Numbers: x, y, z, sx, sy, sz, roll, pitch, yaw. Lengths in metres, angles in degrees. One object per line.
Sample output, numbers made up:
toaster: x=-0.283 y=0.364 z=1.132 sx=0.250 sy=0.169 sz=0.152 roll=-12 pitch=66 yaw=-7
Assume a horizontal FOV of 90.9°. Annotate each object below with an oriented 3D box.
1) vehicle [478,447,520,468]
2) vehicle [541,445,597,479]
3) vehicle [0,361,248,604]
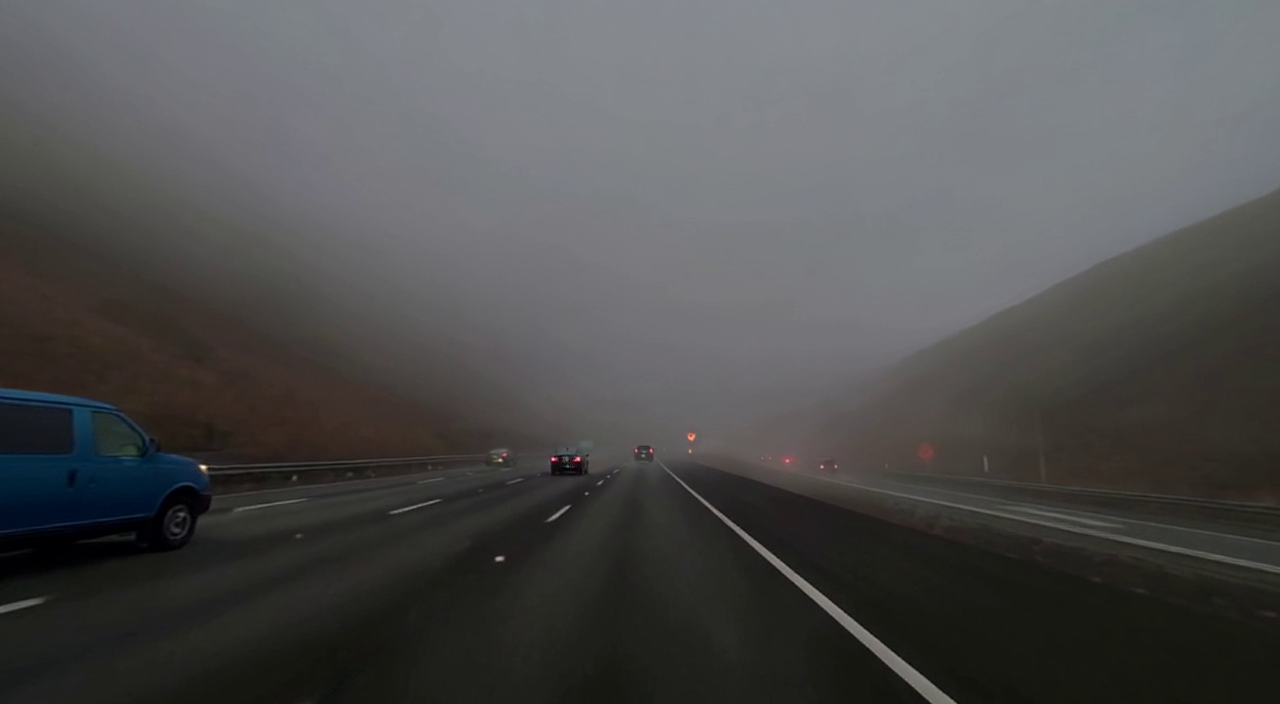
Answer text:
vehicle: x=-10.528 y=7.914 z=47.328 sx=1.945 sy=1.466 sz=4.947 roll=0 pitch=-9 yaw=1
vehicle: x=-3.354 y=5.318 z=30.693 sx=2.080 sy=1.505 sz=4.649 roll=0 pitch=-9 yaw=1
vehicle: x=-6.904 y=1.256 z=6.169 sx=2.437 sy=2.135 sz=5.643 roll=0 pitch=-9 yaw=1
